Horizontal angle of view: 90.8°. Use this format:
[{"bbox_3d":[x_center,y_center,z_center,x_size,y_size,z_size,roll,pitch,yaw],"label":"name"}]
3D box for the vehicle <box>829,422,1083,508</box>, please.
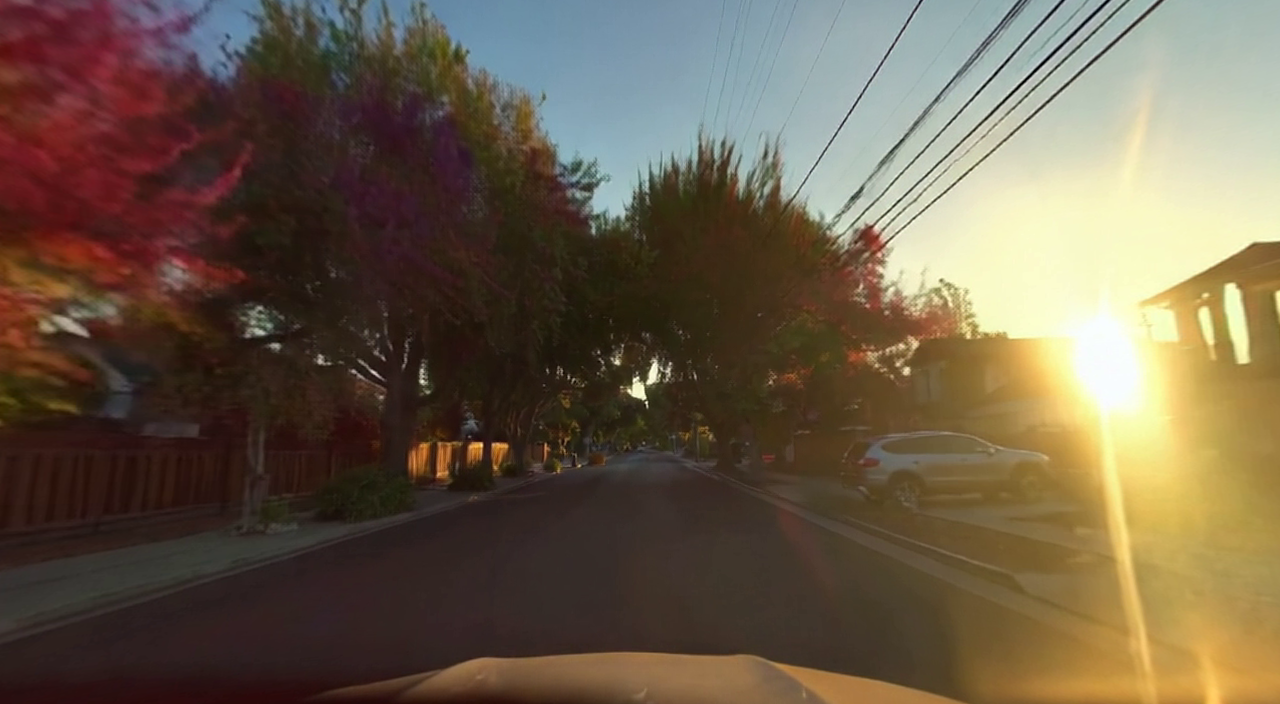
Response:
[{"bbox_3d":[7.176,2.613,14.834,4.806,1.851,2.050,0,-9,2],"label":"vehicle"}]
